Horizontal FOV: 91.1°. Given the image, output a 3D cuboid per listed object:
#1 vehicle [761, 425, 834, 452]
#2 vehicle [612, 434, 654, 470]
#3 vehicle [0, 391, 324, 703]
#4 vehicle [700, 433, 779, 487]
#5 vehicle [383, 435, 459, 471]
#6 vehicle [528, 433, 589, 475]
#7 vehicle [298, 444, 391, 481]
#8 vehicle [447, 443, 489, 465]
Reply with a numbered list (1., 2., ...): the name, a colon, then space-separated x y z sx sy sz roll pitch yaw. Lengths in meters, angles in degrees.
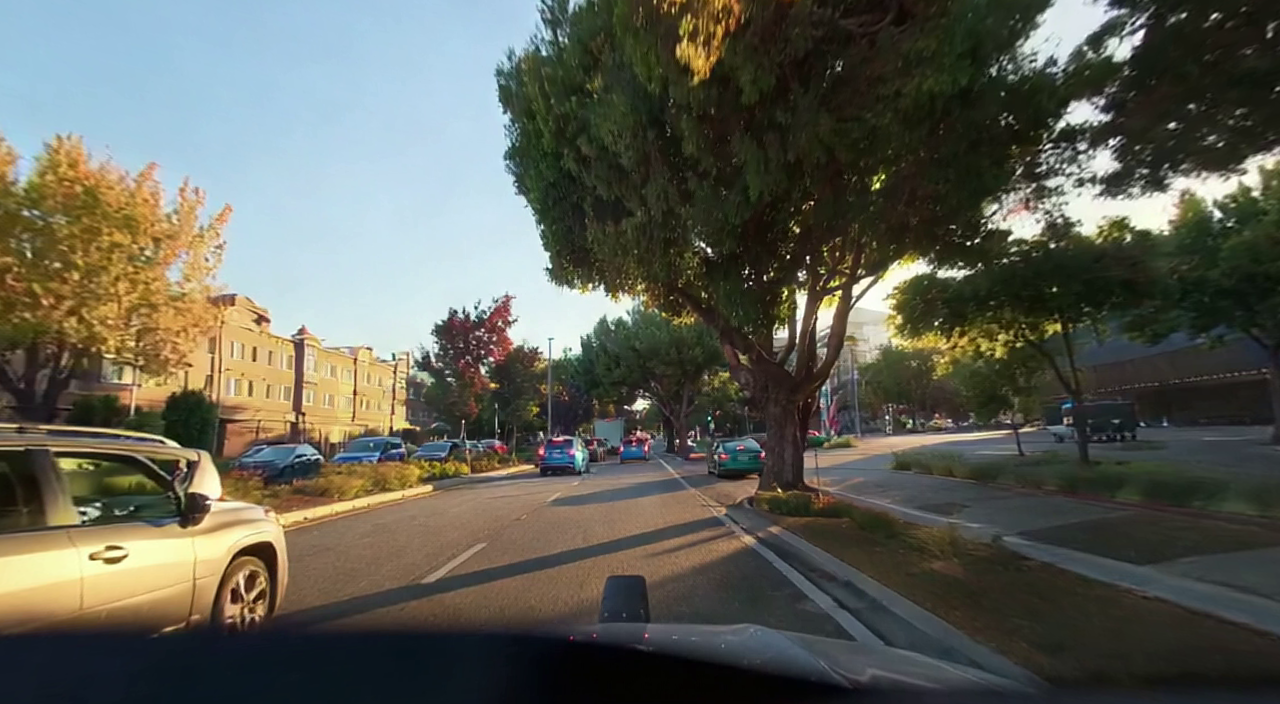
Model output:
1. vehicle: 12.072 6.683 48.252 4.991 1.978 2.090 -8 -12 43
2. vehicle: -0.324 5.189 32.728 2.022 1.700 4.084 0 -8 0
3. vehicle: -3.268 0.874 2.105 2.094 1.483 4.510 0 -8 -1
4. vehicle: 3.097 3.448 20.264 1.847 1.554 3.885 0 -8 -1
5. vehicle: -12.305 5.726 35.823 2.245 1.908 5.613 0 -8 1
6. vehicle: -3.516 4.536 28.047 2.047 1.710 4.314 0 -8 1
7. vehicle: -12.574 4.713 27.047 1.824 1.447 4.442 0 -8 0
8. vehicle: -12.465 7.402 45.819 1.843 1.509 4.301 0 -8 0
